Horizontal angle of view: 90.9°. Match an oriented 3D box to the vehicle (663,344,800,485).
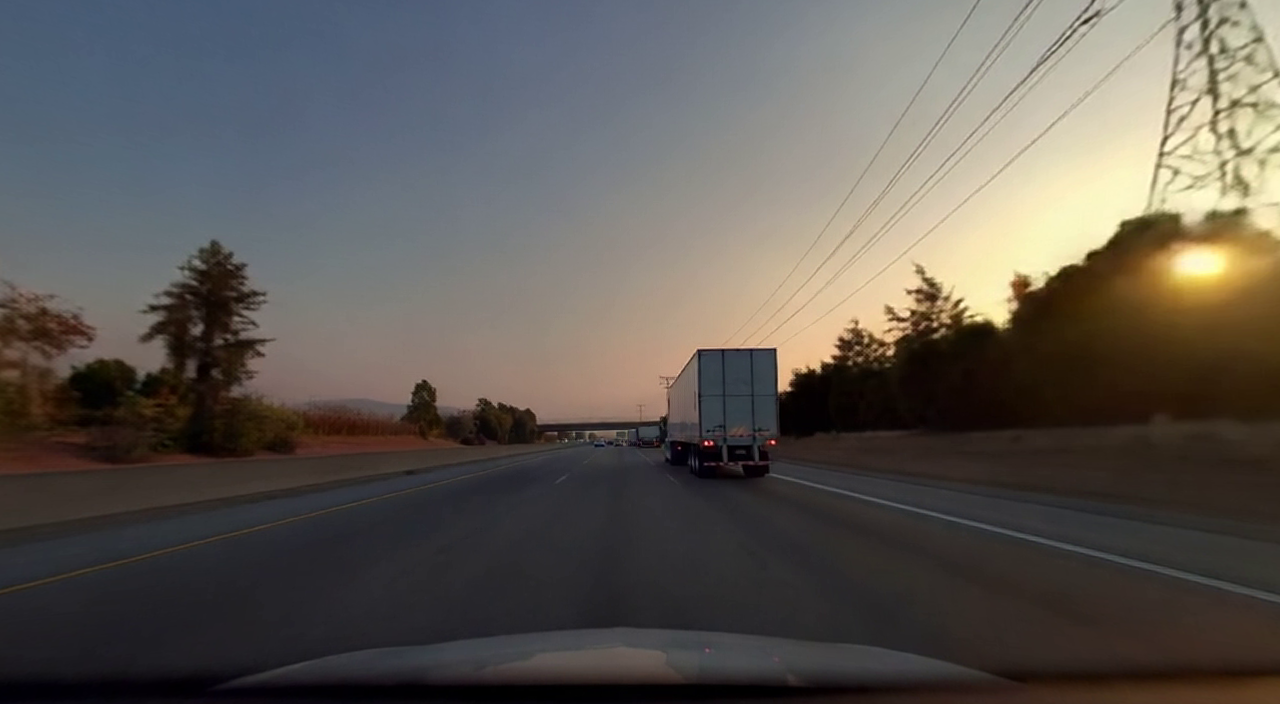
[{"bbox_3d":[2.904,2.741,25.306,2.905,4.080,14.157,0,-8,-2],"label":"vehicle"}]
